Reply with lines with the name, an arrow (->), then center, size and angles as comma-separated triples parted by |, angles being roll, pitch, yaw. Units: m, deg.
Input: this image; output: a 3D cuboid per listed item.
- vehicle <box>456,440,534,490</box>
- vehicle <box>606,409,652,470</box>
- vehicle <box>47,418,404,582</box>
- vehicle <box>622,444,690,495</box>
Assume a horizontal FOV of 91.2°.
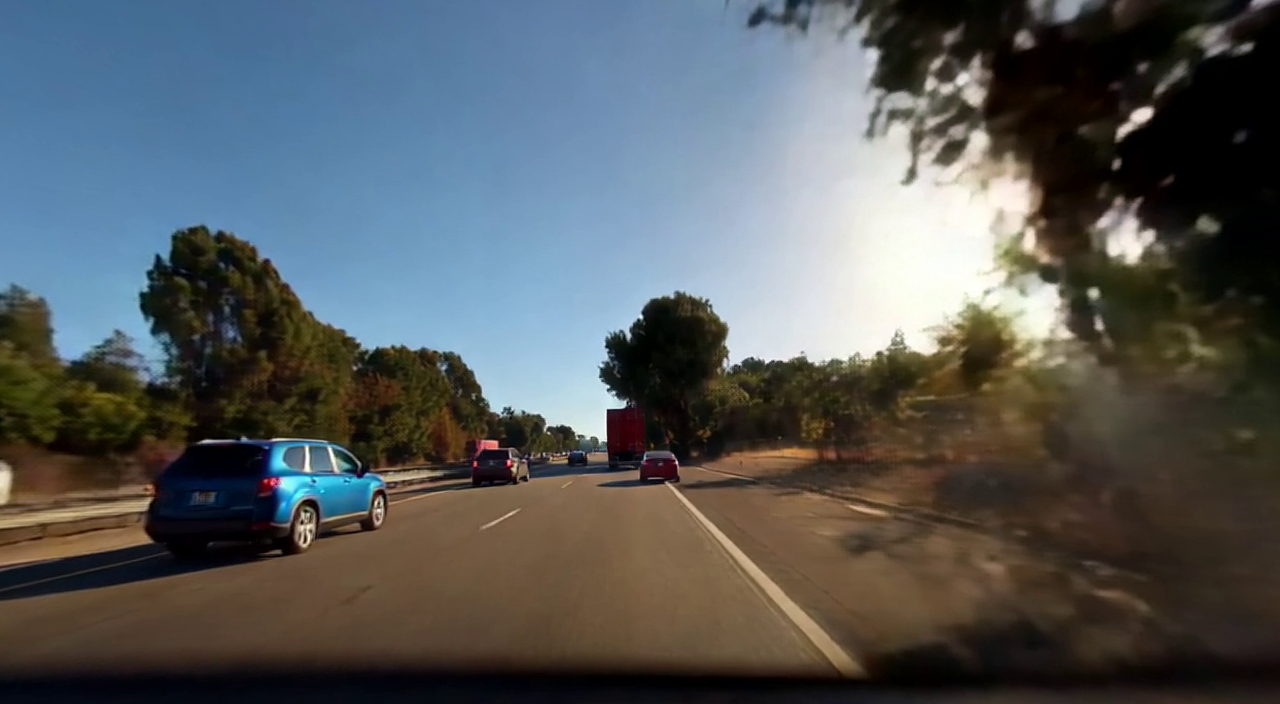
vehicle -> -5.353, 4.228, 23.762 | 2.035, 1.664, 4.064 | 0, -9, -1
vehicle -> -0.953, 6.746, 47.688 | 3.113, 4.066, 10.786 | 0, -9, -2
vehicle -> -5.084, 1.849, 8.617 | 2.100, 1.671, 4.105 | 0, -9, -1
vehicle -> 0.456, 3.838, 20.823 | 2.026, 1.489, 4.045 | 0, -9, -1
